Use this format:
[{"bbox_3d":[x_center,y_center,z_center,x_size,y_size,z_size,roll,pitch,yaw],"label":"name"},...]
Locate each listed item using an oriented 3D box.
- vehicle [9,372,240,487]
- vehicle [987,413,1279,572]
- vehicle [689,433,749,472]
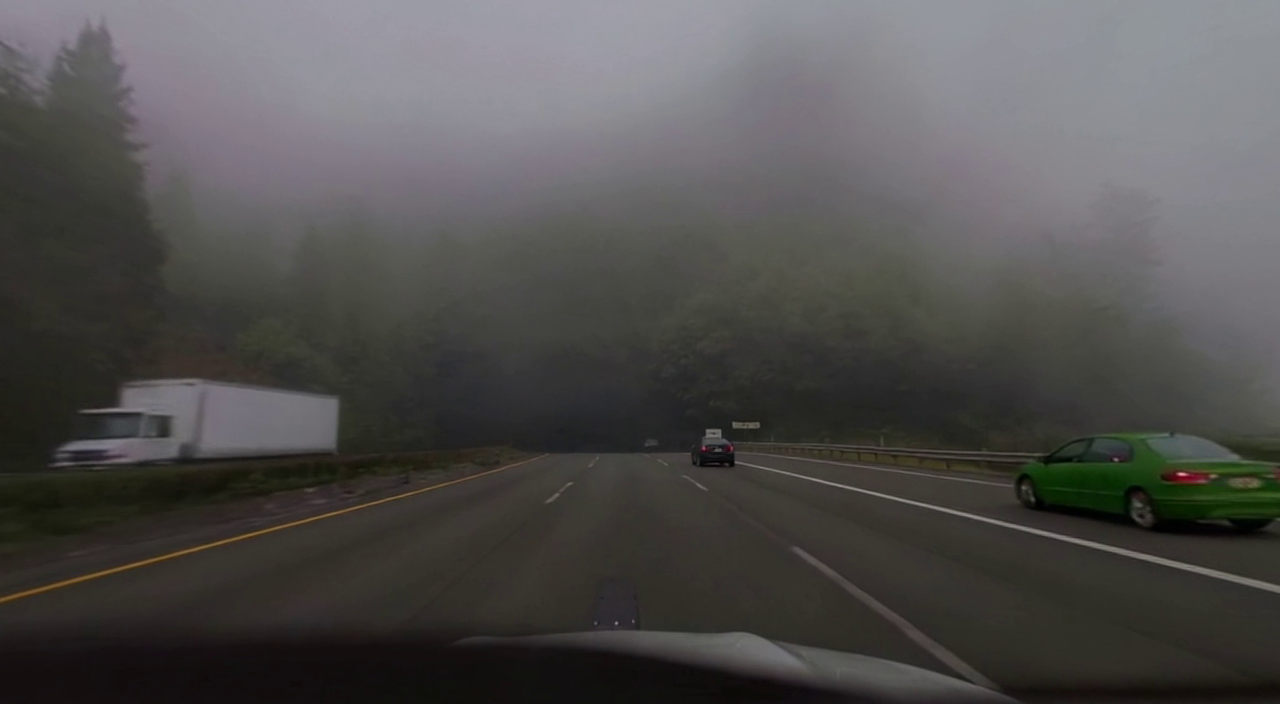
[{"bbox_3d":[-19.636,3.062,24.881,2.810,3.830,7.462,0,-8,-2],"label":"vehicle"},{"bbox_3d":[7.113,1.667,8.449,2.003,1.522,4.940,0,-8,-2],"label":"vehicle"},{"bbox_3d":[3.162,4.099,25.955,1.819,1.468,3.770,0,-8,-2],"label":"vehicle"}]
